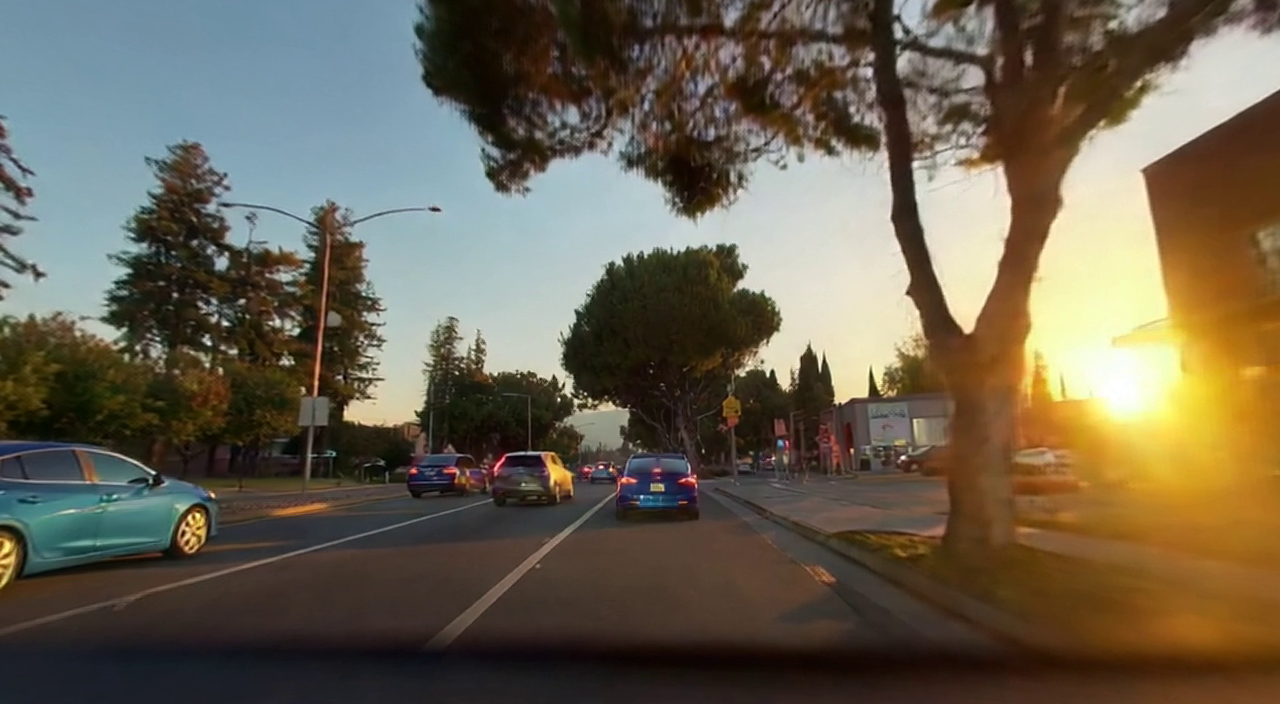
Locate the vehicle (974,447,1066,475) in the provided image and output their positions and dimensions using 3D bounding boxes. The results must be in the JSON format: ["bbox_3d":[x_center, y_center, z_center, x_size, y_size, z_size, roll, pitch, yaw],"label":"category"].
[{"bbox_3d":[22.463,6.469,37.298,4.220,1.550,1.935,-9,-13,43],"label":"vehicle"}]

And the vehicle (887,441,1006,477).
[{"bbox_3d":[18.198,6.311,37.571,5.852,1.962,2.323,-8,-11,41],"label":"vehicle"}]

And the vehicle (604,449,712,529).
[{"bbox_3d":[0.390,2.970,14.254,2.091,1.494,3.962,0,-9,1],"label":"vehicle"}]

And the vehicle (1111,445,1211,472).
[{"bbox_3d":[30.546,6.205,36.988,1.757,1.496,4.200,7,-11,-42],"label":"vehicle"}]

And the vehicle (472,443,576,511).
[{"bbox_3d":[-3.202,3.543,18.468,2.055,1.725,4.732,0,-9,1],"label":"vehicle"}]

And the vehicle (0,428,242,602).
[{"bbox_3d":[-7.126,1.780,7.449,1.968,1.657,4.230,0,-9,1],"label":"vehicle"}]

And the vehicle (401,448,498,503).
[{"bbox_3d":[-6.787,4.421,22.975,2.032,1.767,4.549,0,-9,1],"label":"vehicle"}]

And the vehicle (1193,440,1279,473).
[{"bbox_3d":[35.010,6.124,36.702,3.950,1.521,1.741,-15,-17,39],"label":"vehicle"}]
